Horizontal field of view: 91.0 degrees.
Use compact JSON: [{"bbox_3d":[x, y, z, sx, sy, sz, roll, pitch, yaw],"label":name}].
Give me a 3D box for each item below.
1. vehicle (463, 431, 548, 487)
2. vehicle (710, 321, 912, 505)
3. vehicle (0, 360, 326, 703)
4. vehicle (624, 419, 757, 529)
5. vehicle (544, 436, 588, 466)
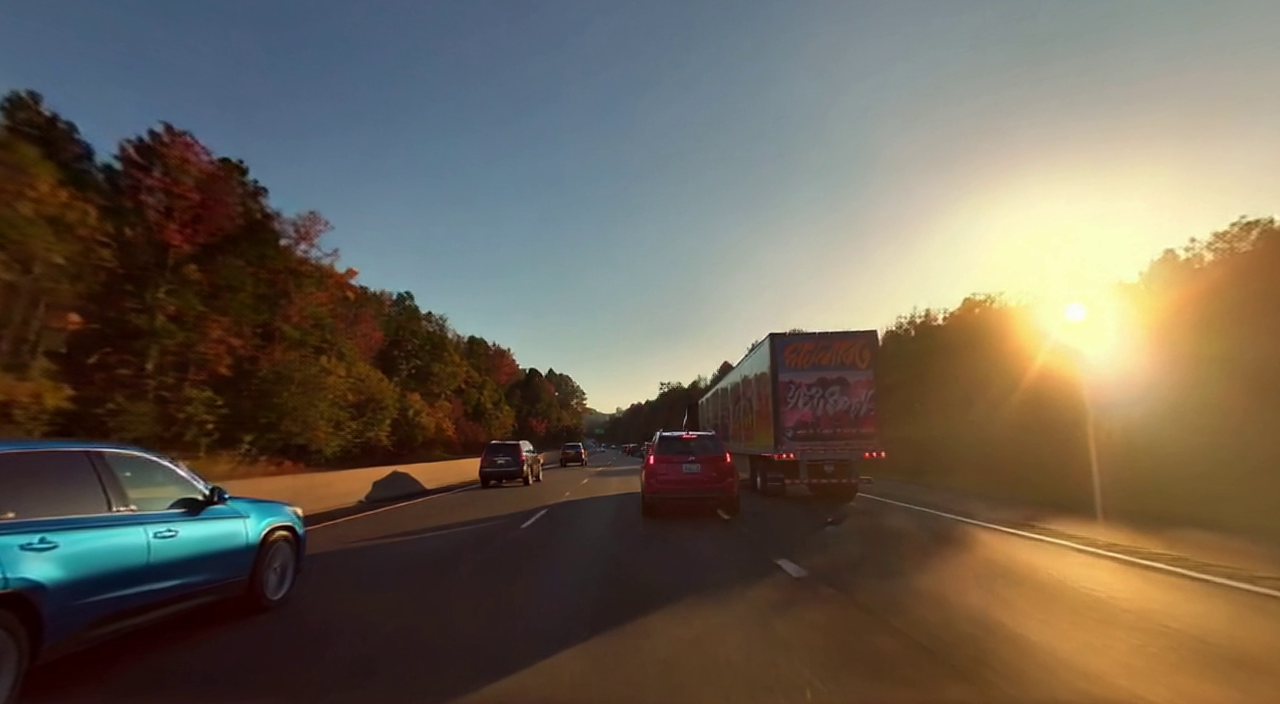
[{"bbox_3d":[-4.244,3.423,20.492,1.905,1.642,3.803,0,-8,1],"label":"vehicle"},{"bbox_3d":[4.548,2.334,21.082,2.828,4.081,14.220,0,-8,0],"label":"vehicle"},{"bbox_3d":[-4.041,0.991,3.762,1.983,1.666,4.452,0,-8,0],"label":"vehicle"},{"bbox_3d":[0.725,2.115,11.412,2.017,1.662,3.543,0,-8,-1],"label":"vehicle"},{"bbox_3d":[-4.351,5.934,37.790,2.014,1.683,4.275,0,-8,1],"label":"vehicle"}]
